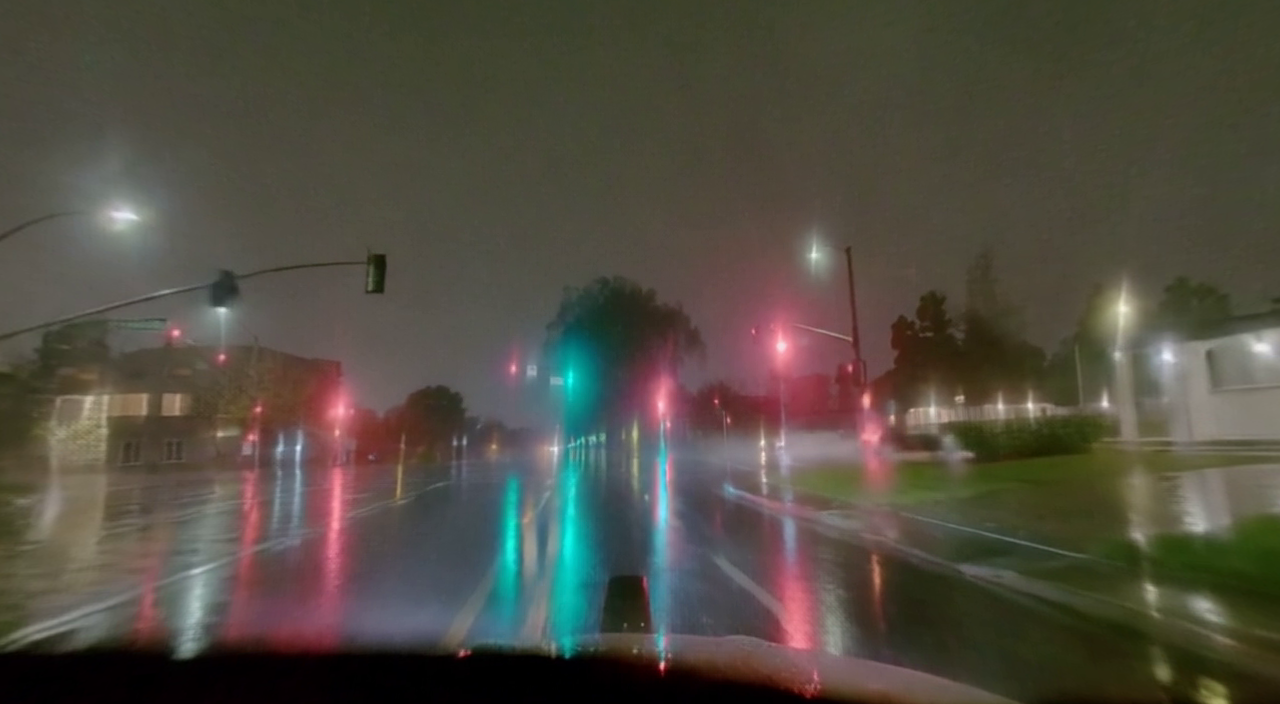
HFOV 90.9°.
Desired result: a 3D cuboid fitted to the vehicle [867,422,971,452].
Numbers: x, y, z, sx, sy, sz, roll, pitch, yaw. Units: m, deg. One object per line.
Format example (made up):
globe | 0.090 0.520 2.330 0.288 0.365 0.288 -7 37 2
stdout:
vehicle | 14.902 4.541 33.818 4.759 1.461 1.788 0 -7 -5
